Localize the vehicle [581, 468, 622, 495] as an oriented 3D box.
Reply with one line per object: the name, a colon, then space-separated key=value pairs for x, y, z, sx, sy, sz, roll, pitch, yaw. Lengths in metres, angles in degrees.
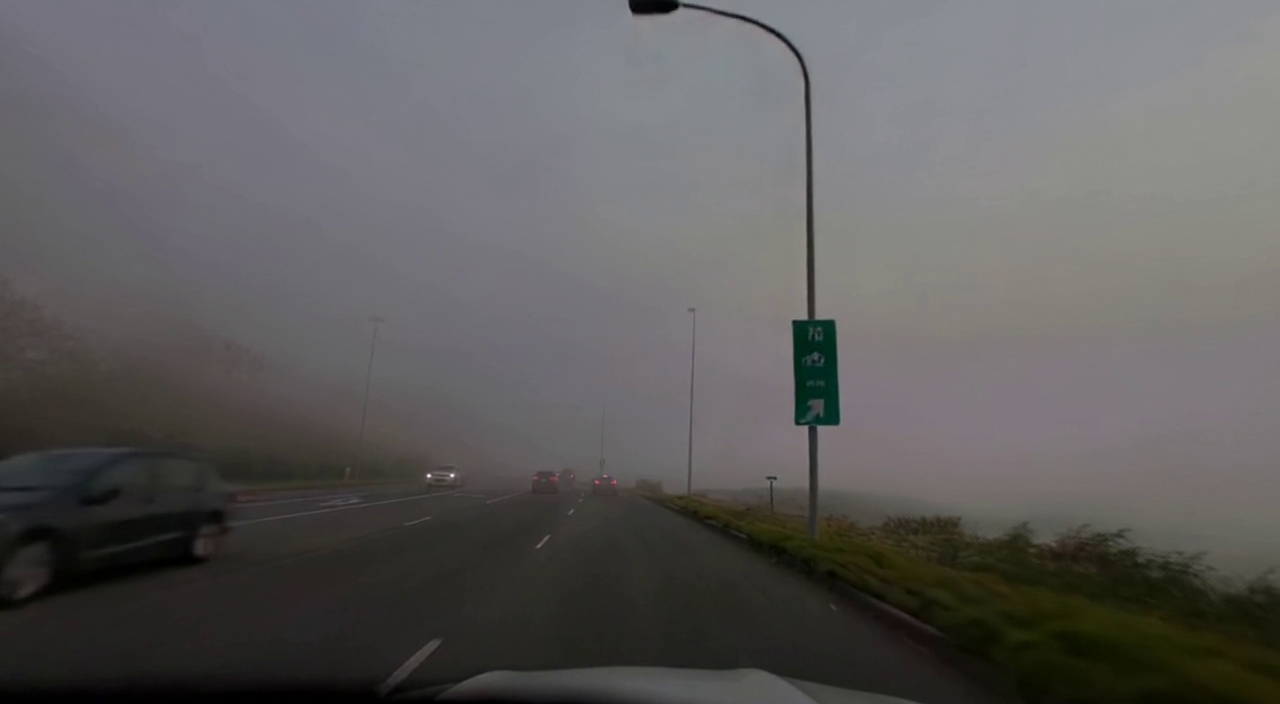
vehicle: x=-2.415 y=7.864 z=38.422 sx=2.129 sy=1.471 sz=4.258 roll=2 pitch=-10 yaw=-7

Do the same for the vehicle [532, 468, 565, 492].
vehicle: x=-6.165 y=8.659 z=42.872 sx=2.030 sy=1.441 sz=4.806 roll=2 pitch=-11 yaw=-7

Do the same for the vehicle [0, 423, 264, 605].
vehicle: x=-6.704 y=1.745 z=7.377 sx=2.016 sy=1.573 sz=4.259 roll=1 pitch=-10 yaw=-2
